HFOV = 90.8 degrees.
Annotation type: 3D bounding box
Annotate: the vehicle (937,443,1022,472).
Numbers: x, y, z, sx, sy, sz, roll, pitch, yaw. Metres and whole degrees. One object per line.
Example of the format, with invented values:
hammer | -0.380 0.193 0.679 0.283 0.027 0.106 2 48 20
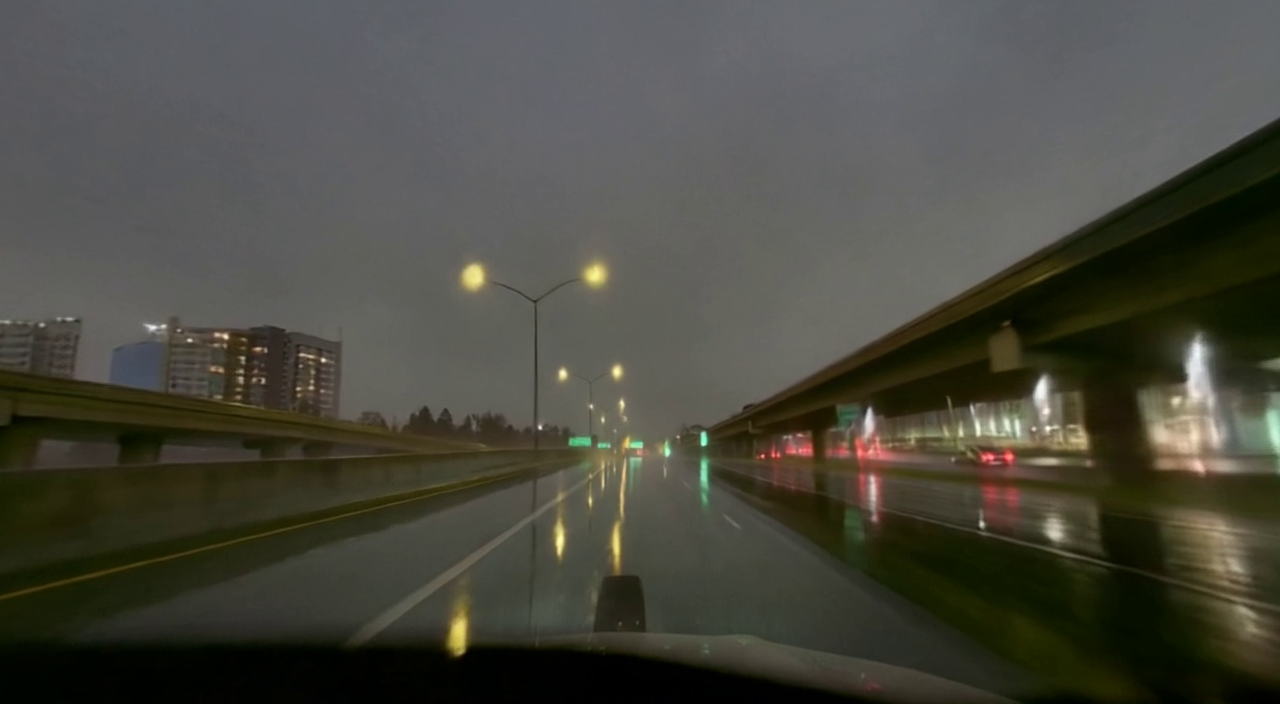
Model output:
vehicle | 18.389 5.700 34.482 2.059 1.457 4.537 0 -8 -1
